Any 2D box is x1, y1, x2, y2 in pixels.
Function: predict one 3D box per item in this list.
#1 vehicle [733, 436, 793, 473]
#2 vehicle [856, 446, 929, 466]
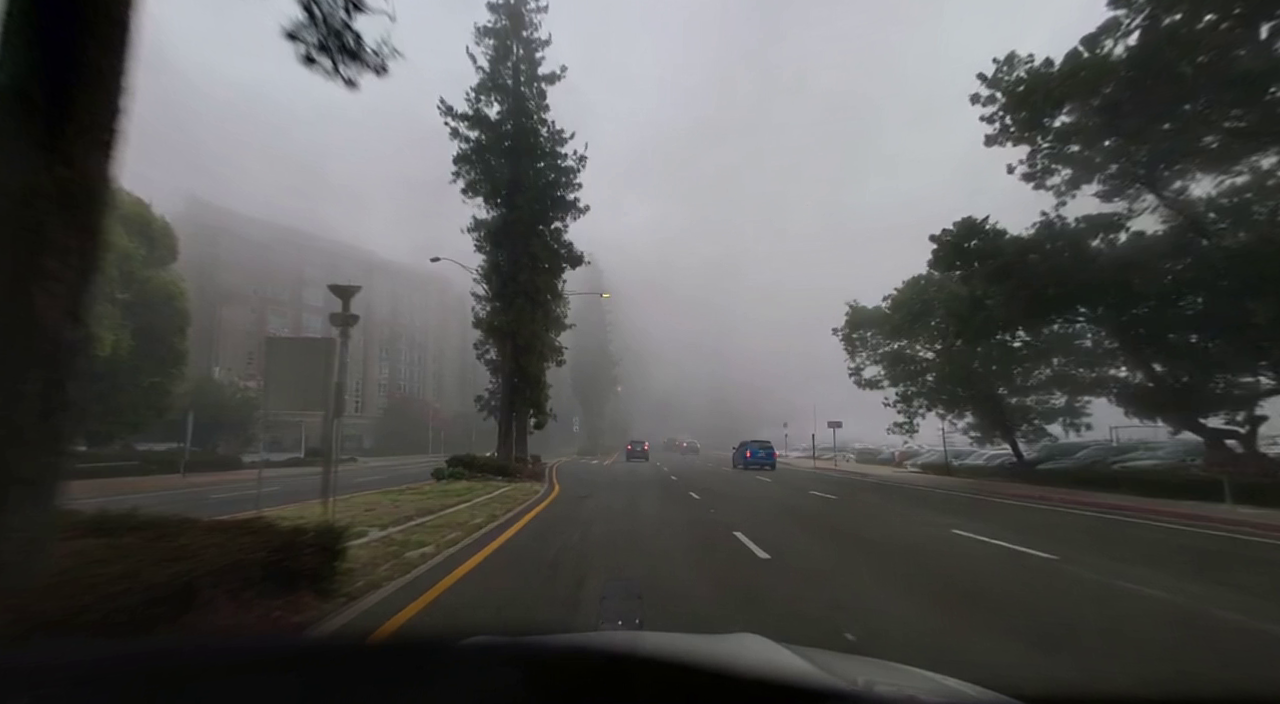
[{"bbox_3d":[6.564,5.542,34.206,2.136,1.799,4.796,0,-9,-2],"label":"vehicle"},{"bbox_3d":[19.066,7.884,47.672,4.683,1.462,1.995,0,-9,-1],"label":"vehicle"}]
